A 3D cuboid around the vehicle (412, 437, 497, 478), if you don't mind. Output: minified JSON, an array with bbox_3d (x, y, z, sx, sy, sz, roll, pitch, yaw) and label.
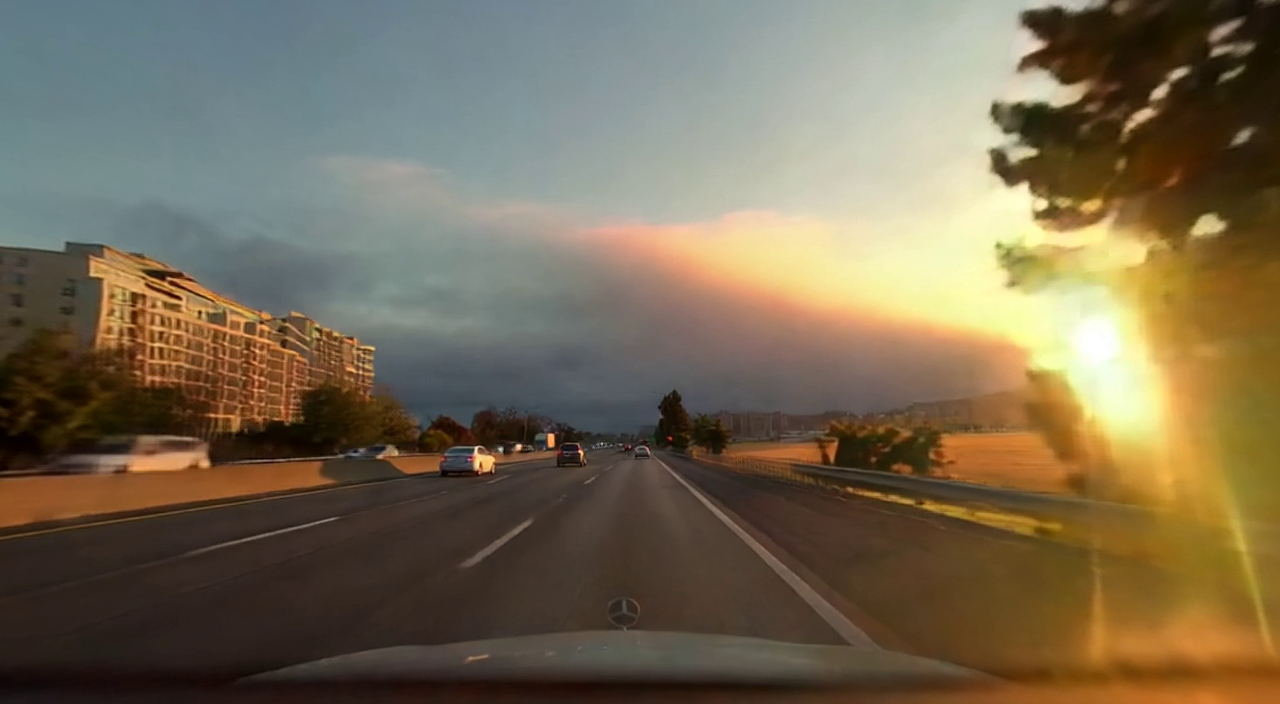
[{"bbox_3d":[-7.560,4.326,26.159,2.034,1.523,4.627,0,-8,1],"label":"vehicle"}]

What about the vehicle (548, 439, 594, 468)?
[{"bbox_3d":[-3.969,5.910,36.905,2.083,1.588,4.801,0,-8,1],"label":"vehicle"}]
